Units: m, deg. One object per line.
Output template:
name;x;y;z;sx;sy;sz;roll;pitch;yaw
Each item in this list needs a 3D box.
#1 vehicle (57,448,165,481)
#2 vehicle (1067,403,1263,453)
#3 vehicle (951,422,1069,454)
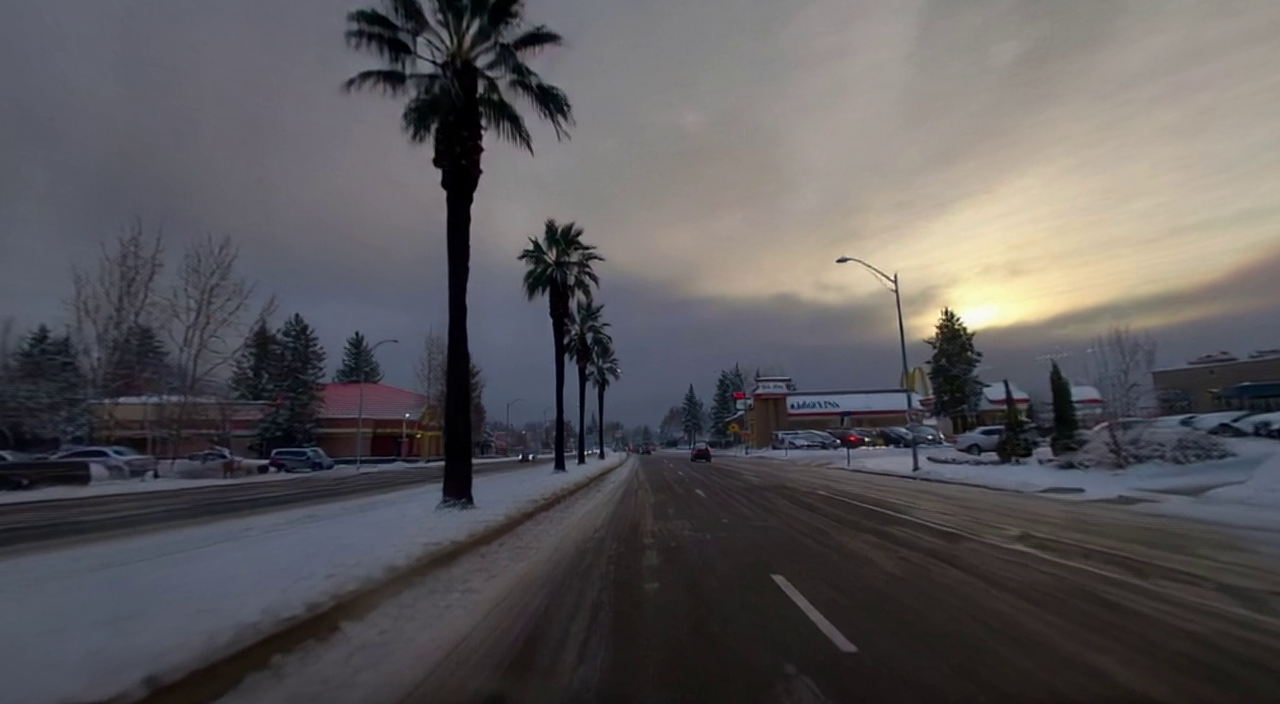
vehicle;-27.864;5.901;33.408;2.067;1.563;4.043;-1;-8;4
vehicle;19.228;2.855;23.333;5.123;1.730;2.183;-1;-8;3
vehicle;18.654;4.353;31.945;4.691;1.545;1.900;-1;-8;4
